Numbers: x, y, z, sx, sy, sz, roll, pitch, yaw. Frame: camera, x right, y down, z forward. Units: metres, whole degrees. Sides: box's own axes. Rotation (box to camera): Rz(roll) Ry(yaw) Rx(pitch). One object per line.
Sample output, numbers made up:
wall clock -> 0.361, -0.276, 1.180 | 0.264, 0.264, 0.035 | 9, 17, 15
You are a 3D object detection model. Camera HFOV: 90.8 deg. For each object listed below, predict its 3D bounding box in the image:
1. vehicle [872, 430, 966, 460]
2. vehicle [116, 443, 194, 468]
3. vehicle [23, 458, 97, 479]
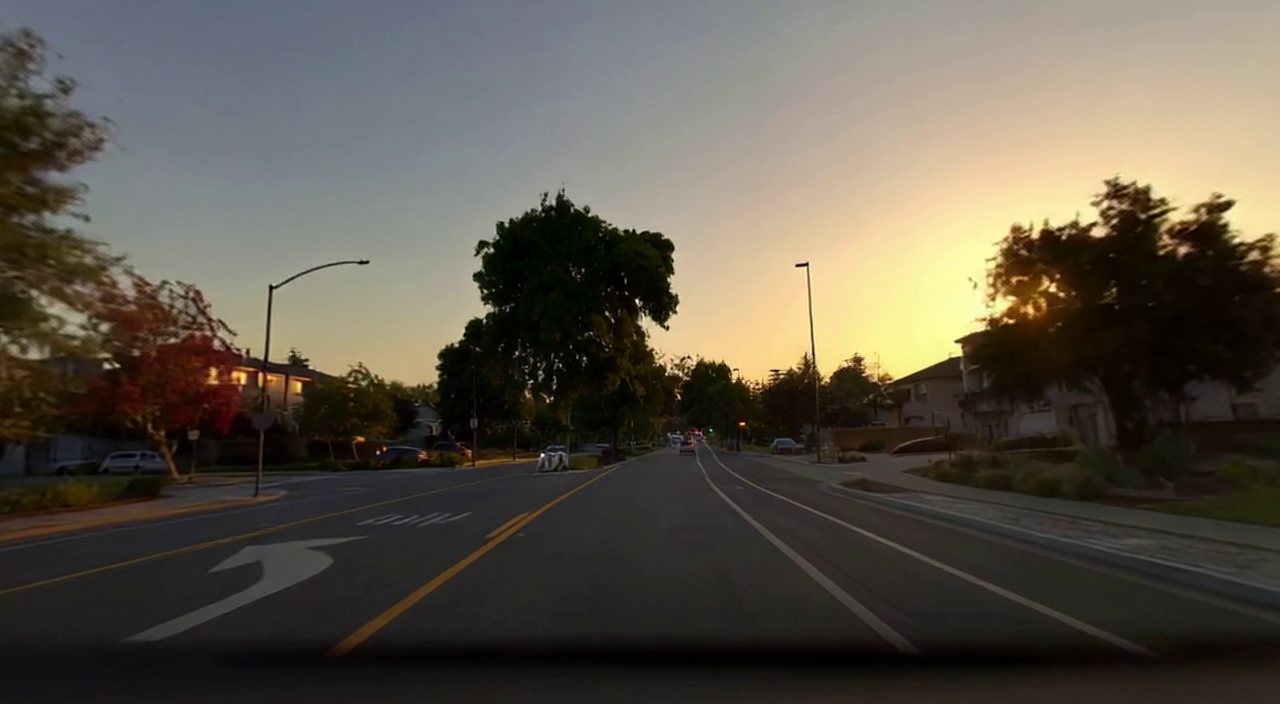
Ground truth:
vehicle -> 18.224, 6.112, 41.429 | 5.035, 1.772, 2.115 | -1, -10, -1
vehicle -> -34.899, 7.435, 45.494 | 4.230, 1.733, 1.877 | -1, -8, 7
vehicle -> -43.037, 8.631, 46.878 | 3.981, 1.446, 1.765 | -1, -9, 7
